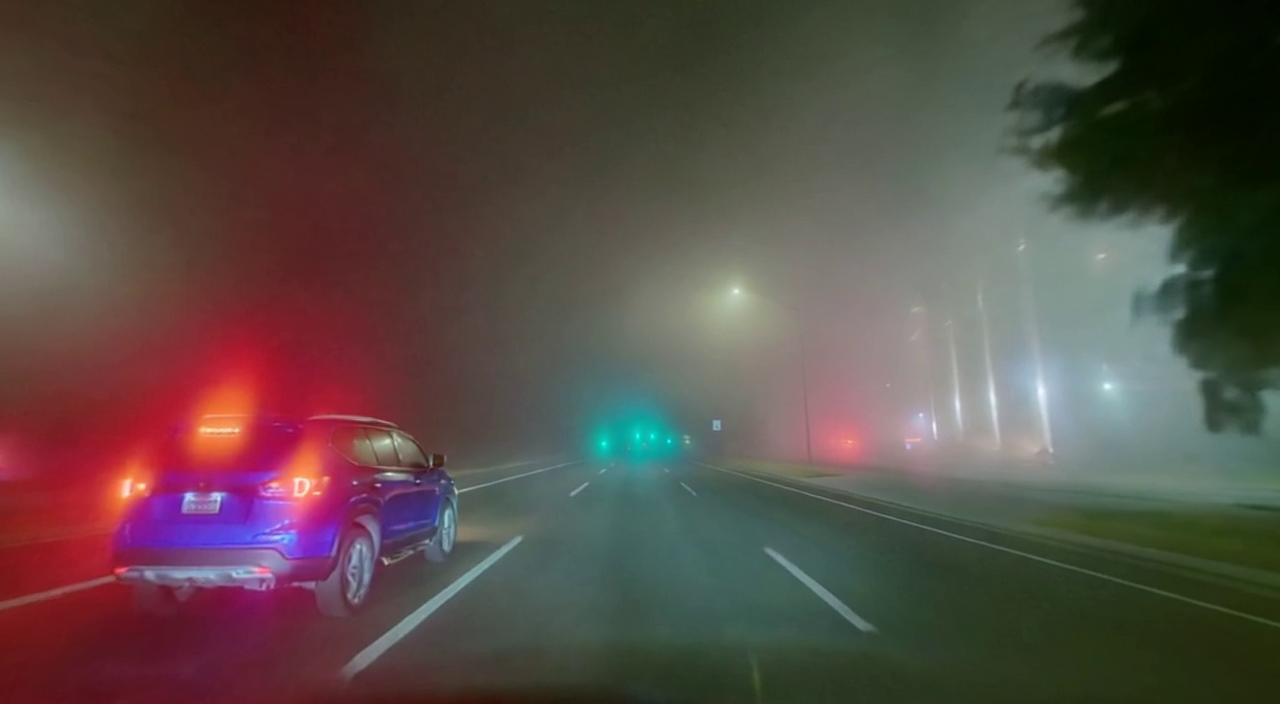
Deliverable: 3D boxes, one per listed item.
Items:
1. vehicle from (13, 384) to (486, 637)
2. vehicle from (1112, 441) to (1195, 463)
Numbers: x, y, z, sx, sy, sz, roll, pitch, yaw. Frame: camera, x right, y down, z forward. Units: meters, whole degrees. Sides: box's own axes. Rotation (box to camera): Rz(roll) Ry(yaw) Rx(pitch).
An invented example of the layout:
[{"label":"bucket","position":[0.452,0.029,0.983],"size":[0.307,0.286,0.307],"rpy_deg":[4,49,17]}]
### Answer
[{"label":"vehicle","position":[-3.216,1.417,6.605],"size":[2.033,1.713,4.503],"rpy_deg":[0,-9,0]},{"label":"vehicle","position":[37.471,7.308,45.993],"size":[4.447,1.464,1.793],"rpy_deg":[1,-9,0]}]
